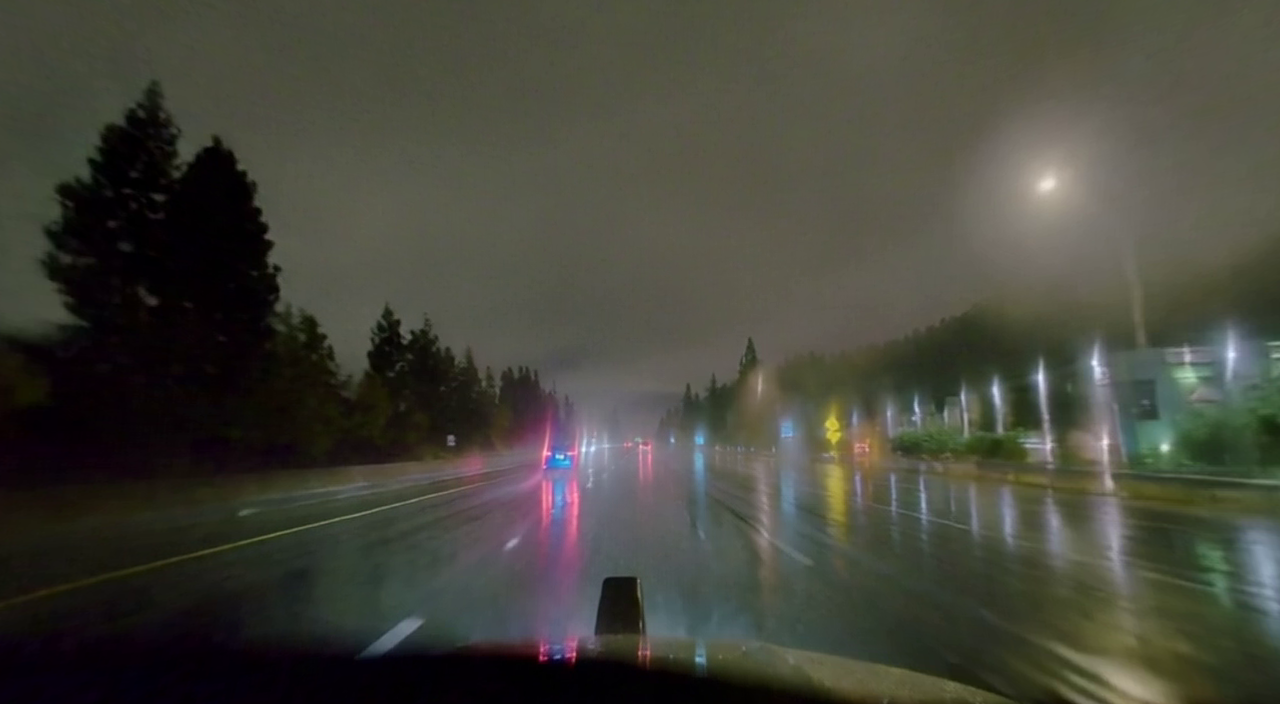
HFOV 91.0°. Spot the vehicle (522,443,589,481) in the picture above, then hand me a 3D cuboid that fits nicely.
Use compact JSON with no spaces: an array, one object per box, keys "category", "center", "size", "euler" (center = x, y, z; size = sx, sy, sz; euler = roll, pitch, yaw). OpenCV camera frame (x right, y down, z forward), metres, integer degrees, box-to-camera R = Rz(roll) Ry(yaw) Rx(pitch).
[{"category":"vehicle","center":[-3.518,4.696,27.223],"size":[2.162,1.493,4.583],"euler":[0,-9,1]}]
